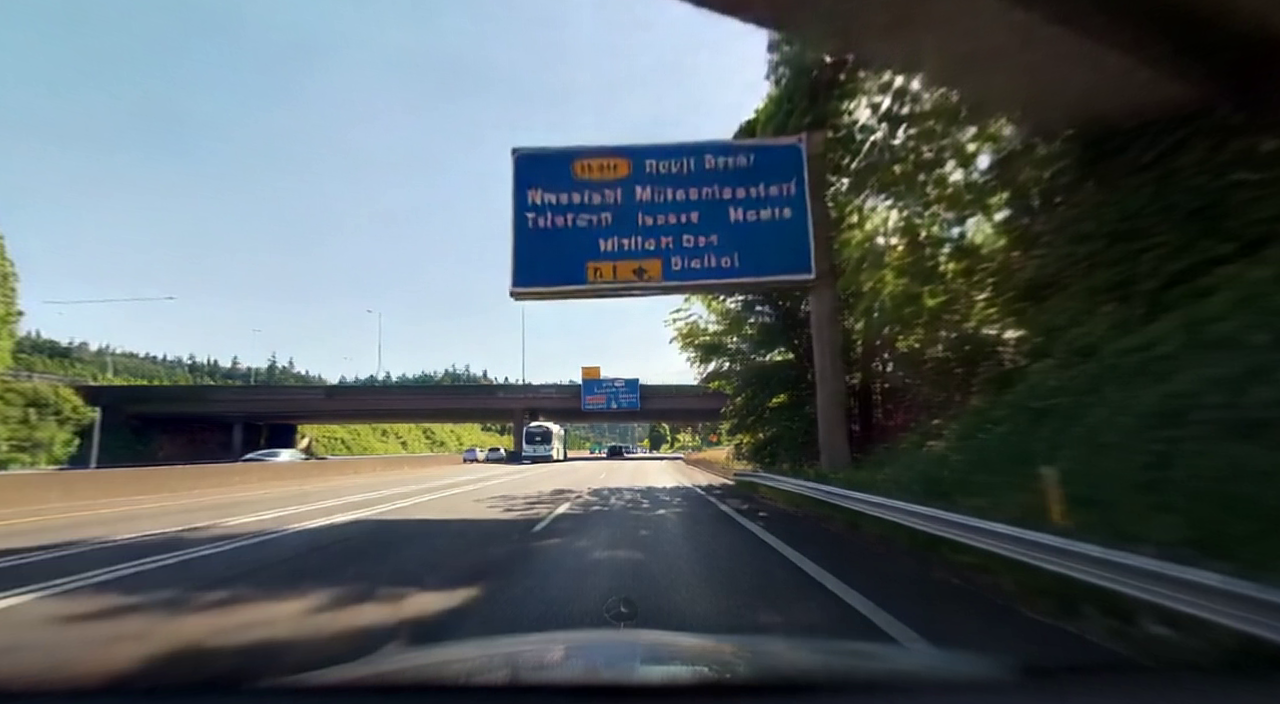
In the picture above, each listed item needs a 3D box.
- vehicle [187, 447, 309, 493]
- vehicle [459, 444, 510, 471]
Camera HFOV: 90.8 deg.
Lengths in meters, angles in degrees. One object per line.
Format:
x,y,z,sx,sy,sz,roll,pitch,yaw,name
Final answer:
-13.881,4.152,22.645,1.878,1.470,3.825,0,-8,0,vehicle
-9.671,6.597,39.656,1.979,1.600,4.516,0,-8,1,vehicle
